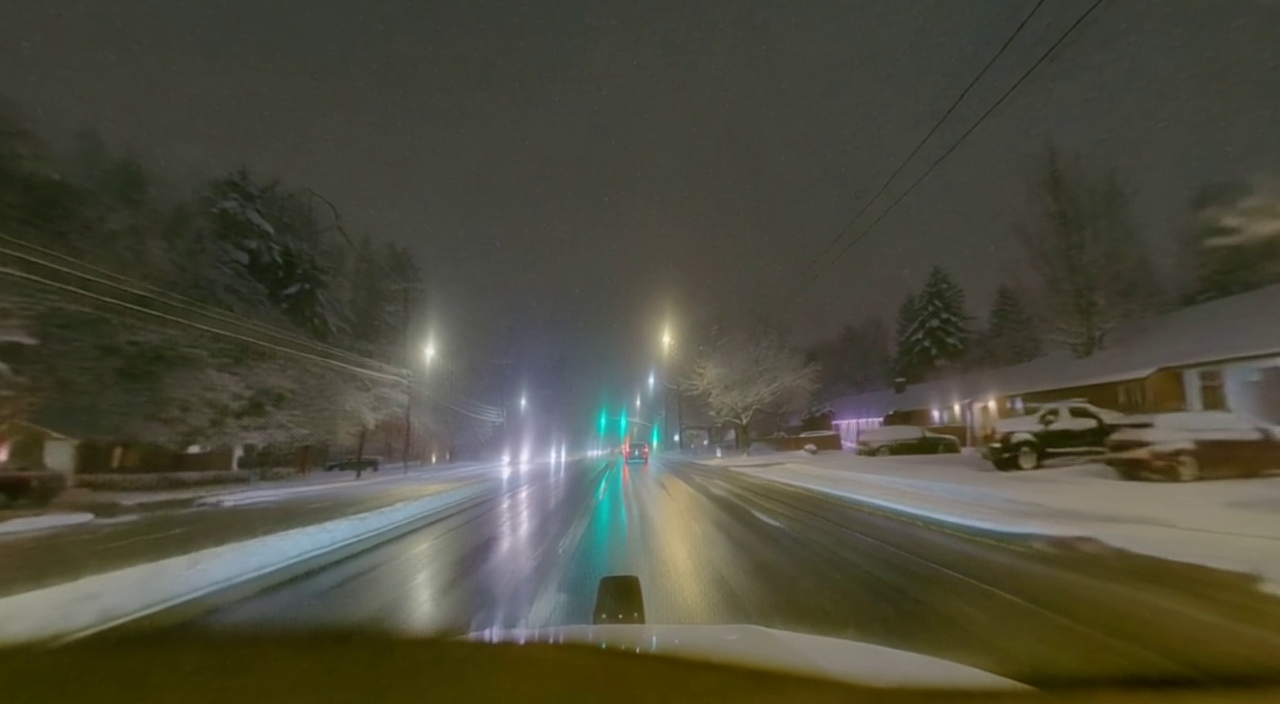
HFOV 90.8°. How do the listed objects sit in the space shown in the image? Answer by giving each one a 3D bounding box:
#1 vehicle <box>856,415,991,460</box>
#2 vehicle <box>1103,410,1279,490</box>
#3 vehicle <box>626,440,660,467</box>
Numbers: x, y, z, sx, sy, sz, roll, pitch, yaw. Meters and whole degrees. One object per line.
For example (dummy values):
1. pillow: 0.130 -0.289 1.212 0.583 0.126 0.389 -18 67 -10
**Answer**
1. vehicle: 16.161 4.937 36.356 6.339 2.103 2.660 -3 -8 -1
2. vehicle: 12.195 1.938 12.580 4.415 1.467 1.865 0 -9 0
3. vehicle: 0.150 7.121 44.552 2.215 1.799 4.426 0 -9 -1
